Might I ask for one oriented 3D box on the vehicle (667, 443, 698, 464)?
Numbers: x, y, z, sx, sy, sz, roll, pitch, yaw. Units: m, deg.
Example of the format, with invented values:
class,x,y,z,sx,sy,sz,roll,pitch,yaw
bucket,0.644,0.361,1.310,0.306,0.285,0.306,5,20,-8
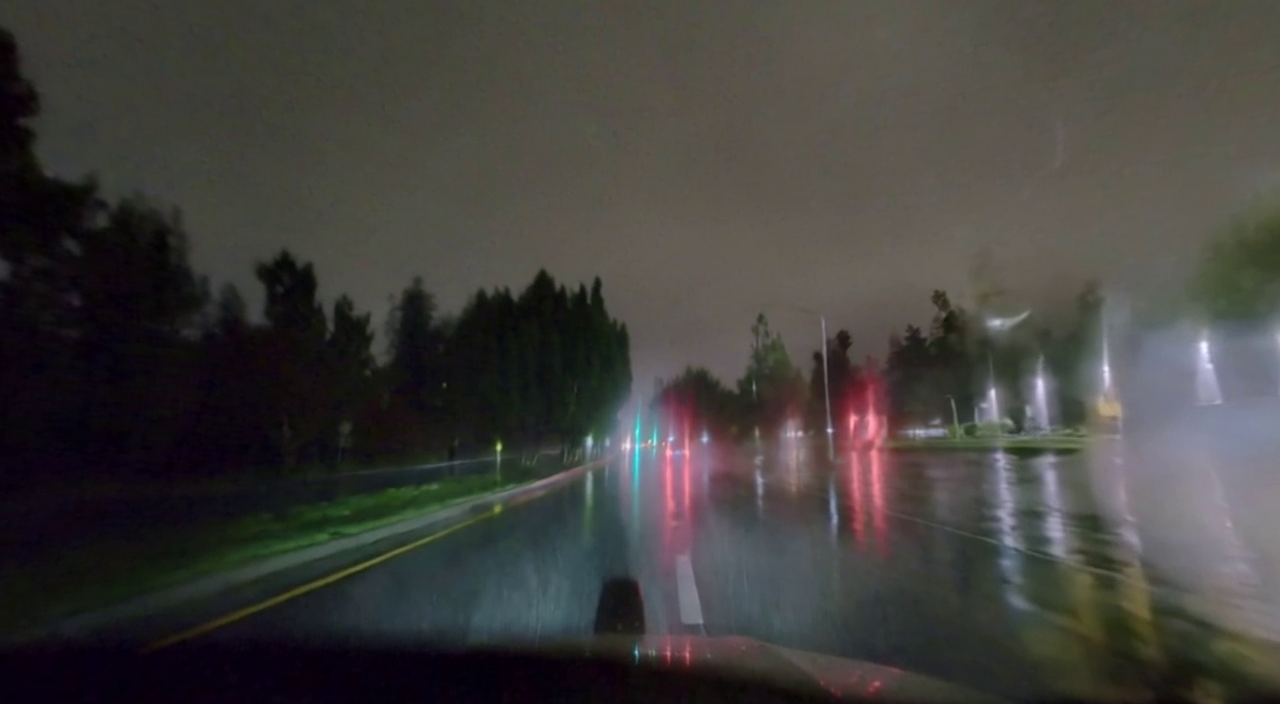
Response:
class,x,y,z,sx,sy,sz,roll,pitch,yaw
vehicle,3.062,7.473,46.721,1.925,1.488,4.271,0,-8,-1
